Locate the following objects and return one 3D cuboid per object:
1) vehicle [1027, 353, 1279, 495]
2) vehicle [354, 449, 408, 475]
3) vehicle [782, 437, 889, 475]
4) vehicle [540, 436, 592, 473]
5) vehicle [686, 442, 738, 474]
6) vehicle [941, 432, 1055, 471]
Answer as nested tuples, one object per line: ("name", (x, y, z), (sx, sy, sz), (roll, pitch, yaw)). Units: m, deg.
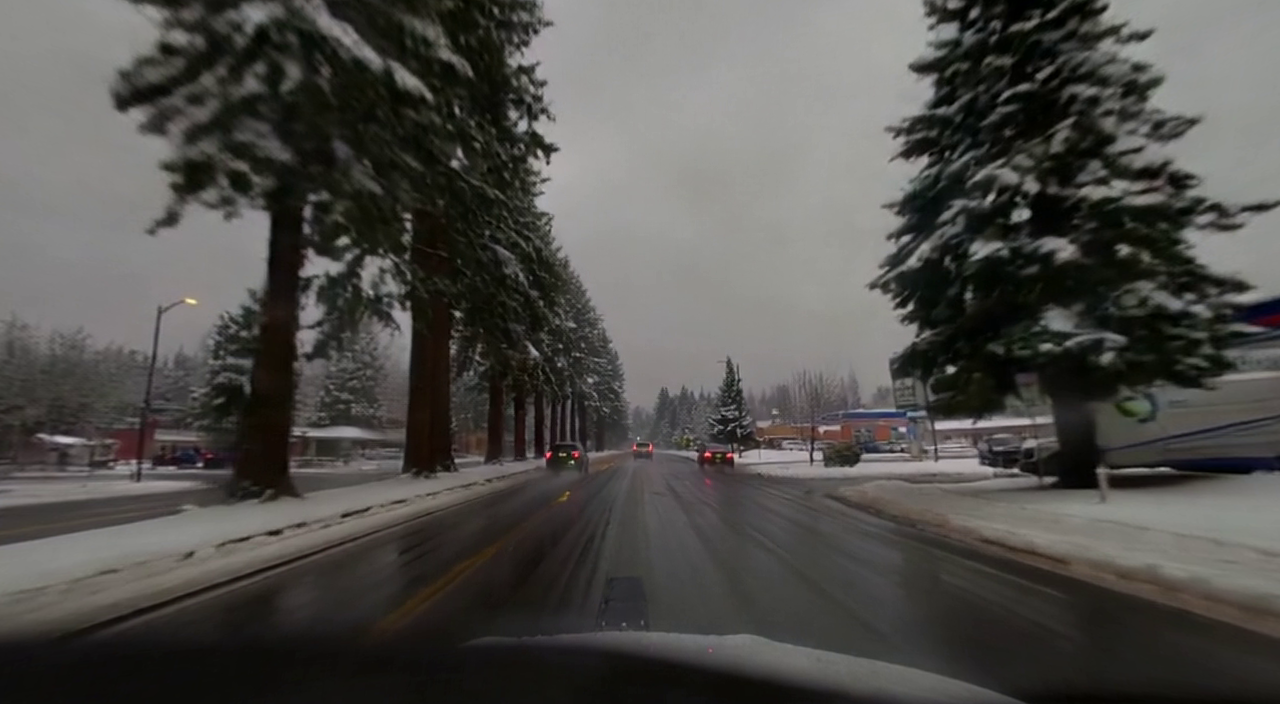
("vehicle", (15.469, 2.243, 18.125), (3.133, 3.133, 8.198), (-1, -9, -2))
("vehicle", (-16.046, 6.764, 38.969), (1.839, 1.478, 4.437), (7, -11, -38))
("vehicle", (9.554, 5.098, 31.045), (4.526, 1.768, 2.056), (1, -9, -9))
("vehicle", (-3.621, 5.105, 31.591), (2.051, 1.747, 4.370), (0, -8, 1))
("vehicle", (3.508, 5.281, 31.642), (2.010, 1.486, 4.498), (0, -8, -1))
("vehicle", (16.970, 4.722, 30.045), (4.107, 1.487, 1.937), (-5, -7, 2))
